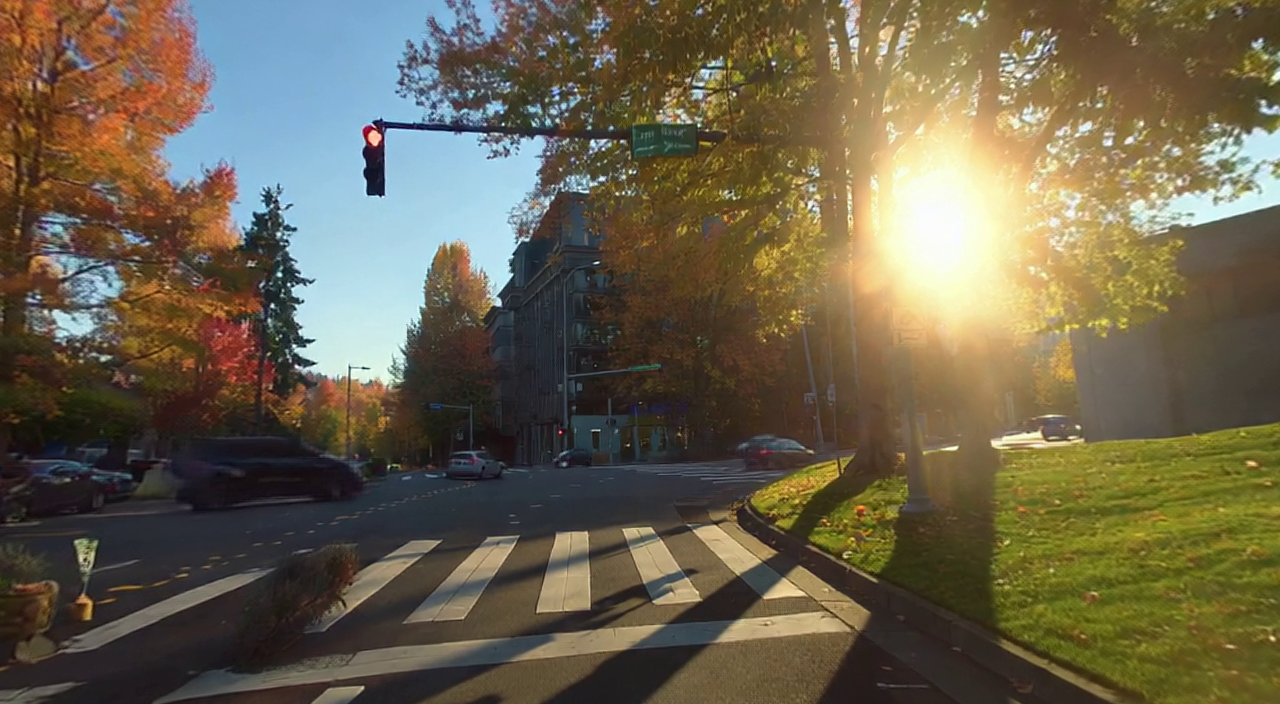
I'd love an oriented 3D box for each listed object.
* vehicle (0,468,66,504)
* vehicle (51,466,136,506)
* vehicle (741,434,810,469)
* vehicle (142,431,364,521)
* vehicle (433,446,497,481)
[{"bbox_3d":[-30.295,6.459,30.356,1.800,1.520,3.968,2,-9,-13],"label":"vehicle"},{"bbox_3d":[-25.377,6.191,29.281,1.694,1.528,4.225,3,-9,-23],"label":"vehicle"},{"bbox_3d":[7.812,5.675,35.883,1.988,1.853,4.314,-8,-11,39],"label":"vehicle"},{"bbox_3d":[-9.592,3.030,15.867,1.942,1.920,4.263,-8,-11,39],"label":"vehicle"},{"bbox_3d":[-8.927,5.693,32.294,1.832,1.674,3.805,-1,-9,6],"label":"vehicle"}]
